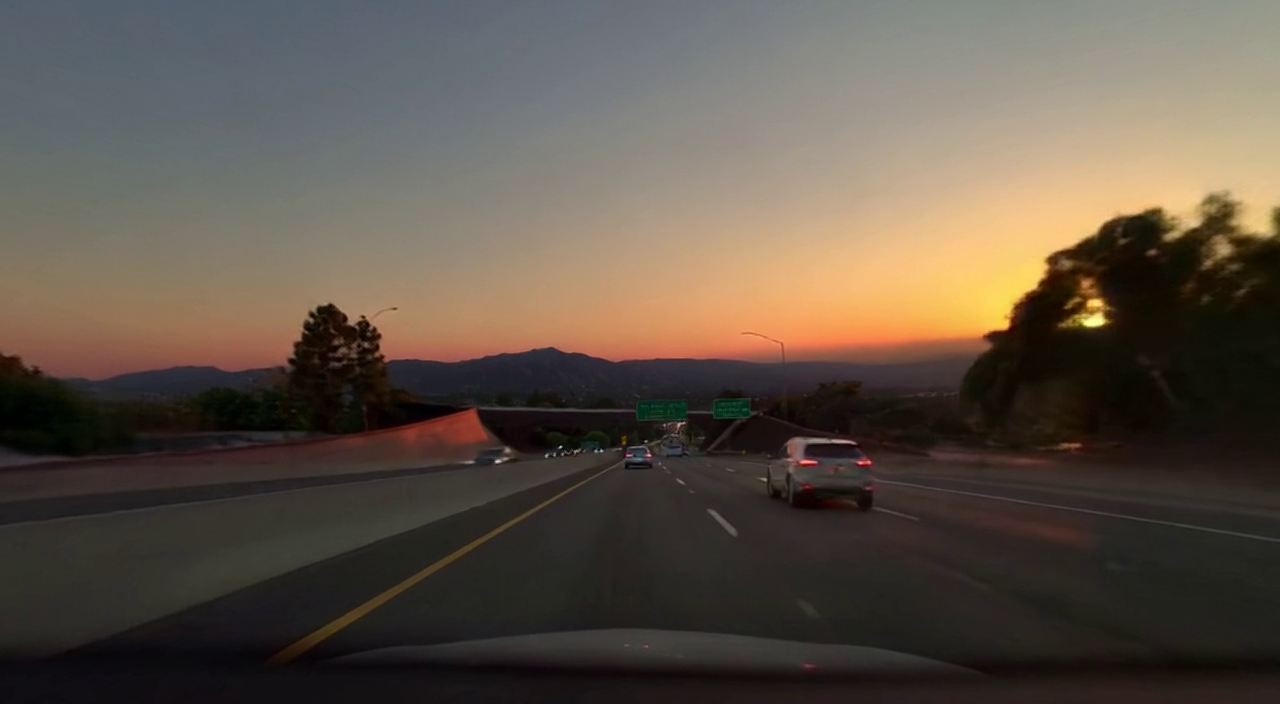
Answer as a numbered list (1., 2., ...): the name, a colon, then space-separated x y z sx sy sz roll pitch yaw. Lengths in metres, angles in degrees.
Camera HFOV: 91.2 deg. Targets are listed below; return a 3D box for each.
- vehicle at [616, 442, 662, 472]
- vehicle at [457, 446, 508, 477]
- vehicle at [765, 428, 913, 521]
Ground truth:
1. vehicle: 0.006 6.101 36.645 2.084 1.594 4.219 -2 -8 7
2. vehicle: -8.575 5.971 34.532 1.968 1.597 4.349 0 -8 -4
3. vehicle: 3.887 2.449 13.012 1.969 1.595 3.964 -1 -8 4
